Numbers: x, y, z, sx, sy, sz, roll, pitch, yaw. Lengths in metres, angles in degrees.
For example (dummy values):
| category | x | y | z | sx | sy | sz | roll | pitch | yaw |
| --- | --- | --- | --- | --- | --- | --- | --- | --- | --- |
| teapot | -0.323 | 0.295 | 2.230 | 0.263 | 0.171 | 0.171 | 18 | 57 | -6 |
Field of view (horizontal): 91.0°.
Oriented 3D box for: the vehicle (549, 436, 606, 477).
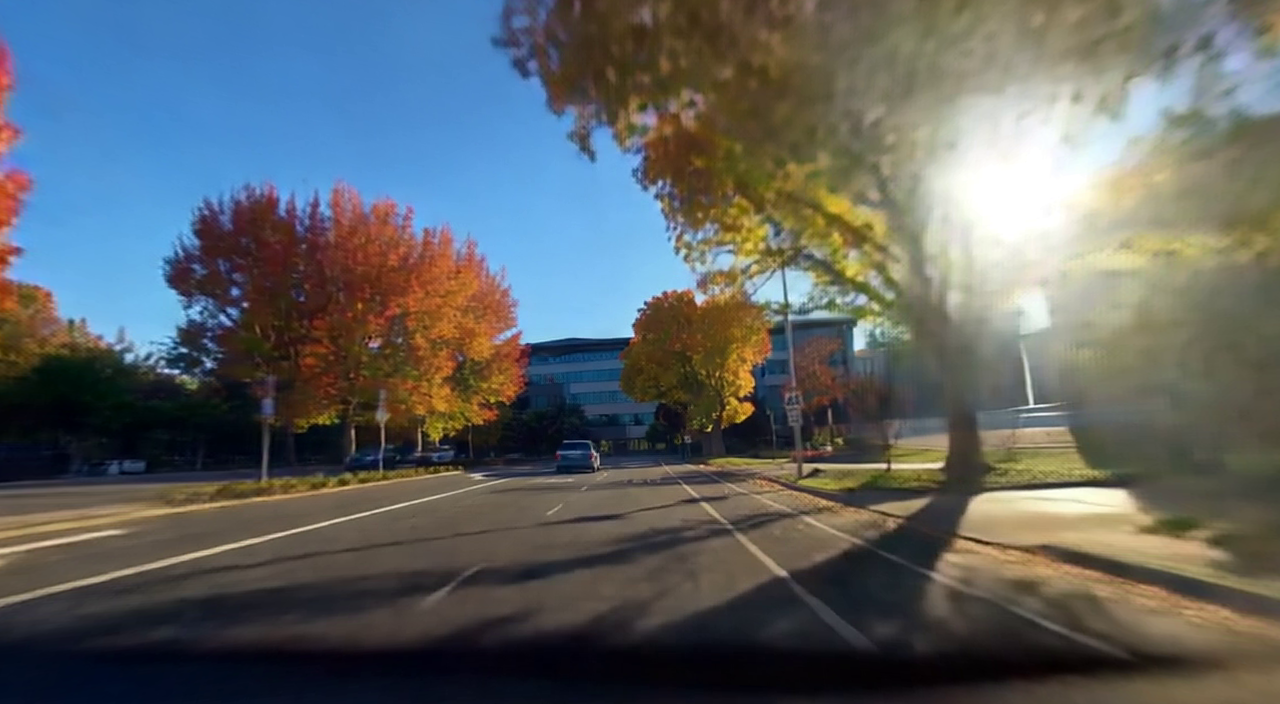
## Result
| category | x | y | z | sx | sy | sz | roll | pitch | yaw |
| --- | --- | --- | --- | --- | --- | --- | --- | --- | --- |
| vehicle | -2.913 | 5.046 | 30.563 | 2.112 | 1.779 | 4.489 | 0 | -9 | 3 |

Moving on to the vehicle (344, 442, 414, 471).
| category | x | y | z | sx | sy | sz | roll | pitch | yaw |
| --- | --- | --- | --- | --- | --- | --- | --- | --- | --- |
| vehicle | -14.554 | 5.866 | 35.412 | 1.893 | 1.491 | 4.711 | 0 | -9 | 0 |
